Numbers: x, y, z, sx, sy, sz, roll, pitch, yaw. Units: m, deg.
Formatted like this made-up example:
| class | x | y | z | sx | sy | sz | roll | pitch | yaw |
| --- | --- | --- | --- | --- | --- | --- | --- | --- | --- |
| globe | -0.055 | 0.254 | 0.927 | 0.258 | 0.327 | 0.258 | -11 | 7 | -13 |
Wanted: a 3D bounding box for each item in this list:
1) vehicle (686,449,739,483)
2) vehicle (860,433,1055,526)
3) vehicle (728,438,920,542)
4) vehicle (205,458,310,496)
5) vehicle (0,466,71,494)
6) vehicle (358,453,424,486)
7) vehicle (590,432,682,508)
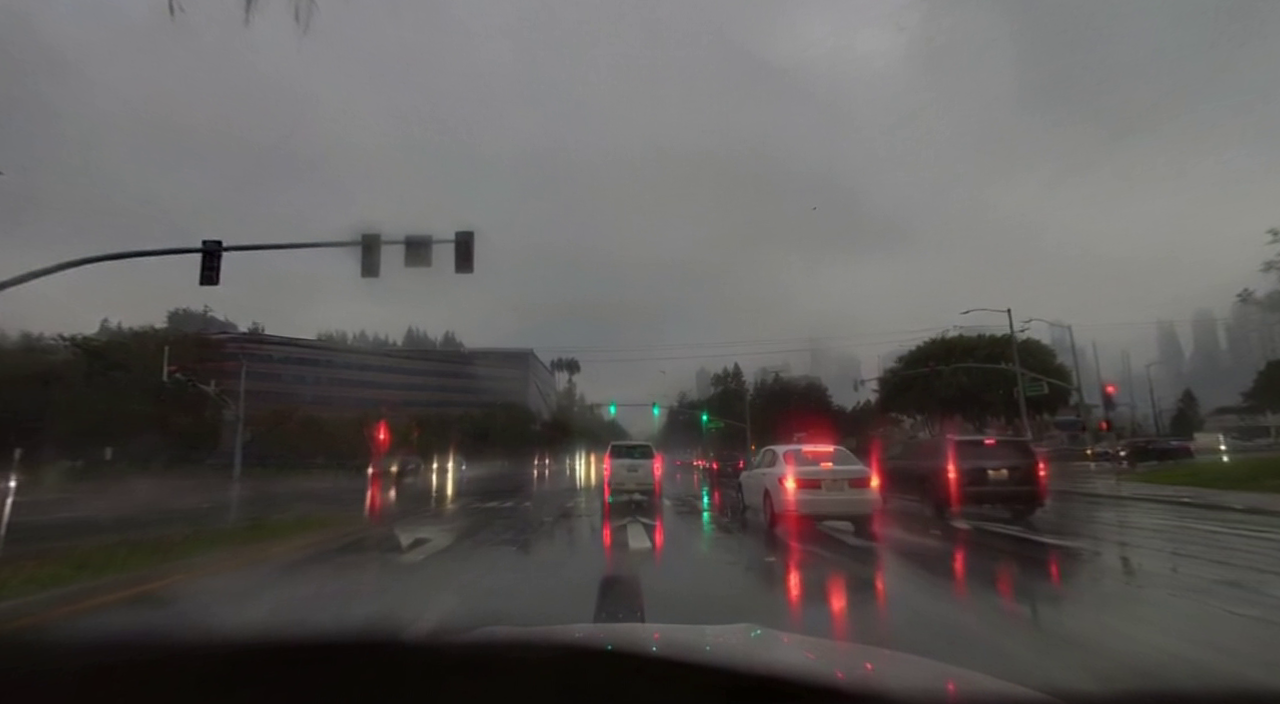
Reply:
| class | x | y | z | sx | sy | sz | roll | pitch | yaw |
| --- | --- | --- | --- | --- | --- | --- | --- | --- | --- |
| vehicle | 3.488 | 5.604 | 31.266 | 2.004 | 1.523 | 4.263 | 0 | -9 | -1 |
| vehicle | 6.721 | 2.717 | 14.058 | 1.987 | 1.730 | 4.373 | 0 | -9 | -1 |
| vehicle | 3.142 | 2.468 | 12.054 | 2.034 | 1.558 | 4.774 | 0 | -9 | -2 |
| vehicle | -17.559 | 5.753 | 29.335 | 1.911 | 1.483 | 4.849 | -1 | -9 | 0 |
| vehicle | -35.125 | 7.105 | 35.039 | 4.845 | 1.442 | 1.880 | 2 | -9 | -13 |
| vehicle | -14.235 | 6.702 | 36.434 | 1.961 | 1.693 | 4.557 | 0 | -9 | 0 |
| vehicle | -0.122 | 3.216 | 17.645 | 2.236 | 1.827 | 4.316 | 0 | -9 | 0 |
